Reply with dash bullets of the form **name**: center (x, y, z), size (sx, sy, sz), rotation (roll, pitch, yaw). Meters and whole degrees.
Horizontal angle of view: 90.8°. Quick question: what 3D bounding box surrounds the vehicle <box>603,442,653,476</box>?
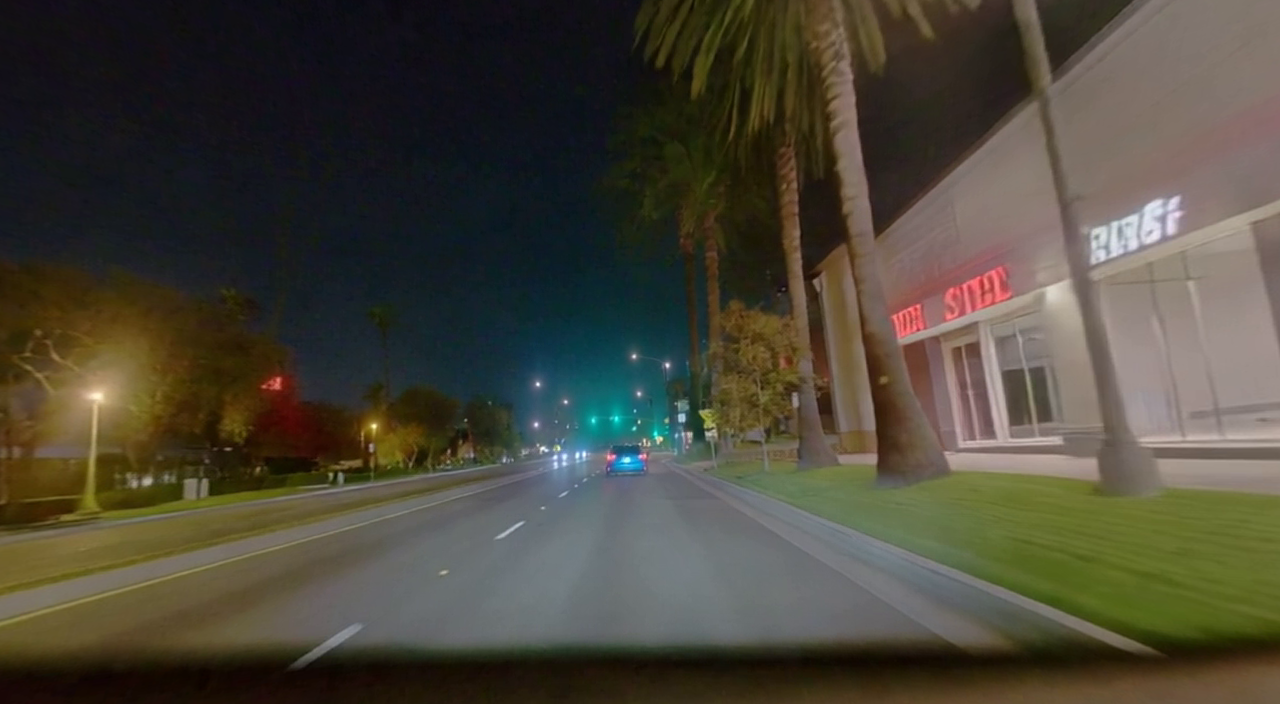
- **vehicle**: center (-0.550, 4.934, 29.542), size (2.156, 1.462, 4.495), rotation (0, -8, 0)
